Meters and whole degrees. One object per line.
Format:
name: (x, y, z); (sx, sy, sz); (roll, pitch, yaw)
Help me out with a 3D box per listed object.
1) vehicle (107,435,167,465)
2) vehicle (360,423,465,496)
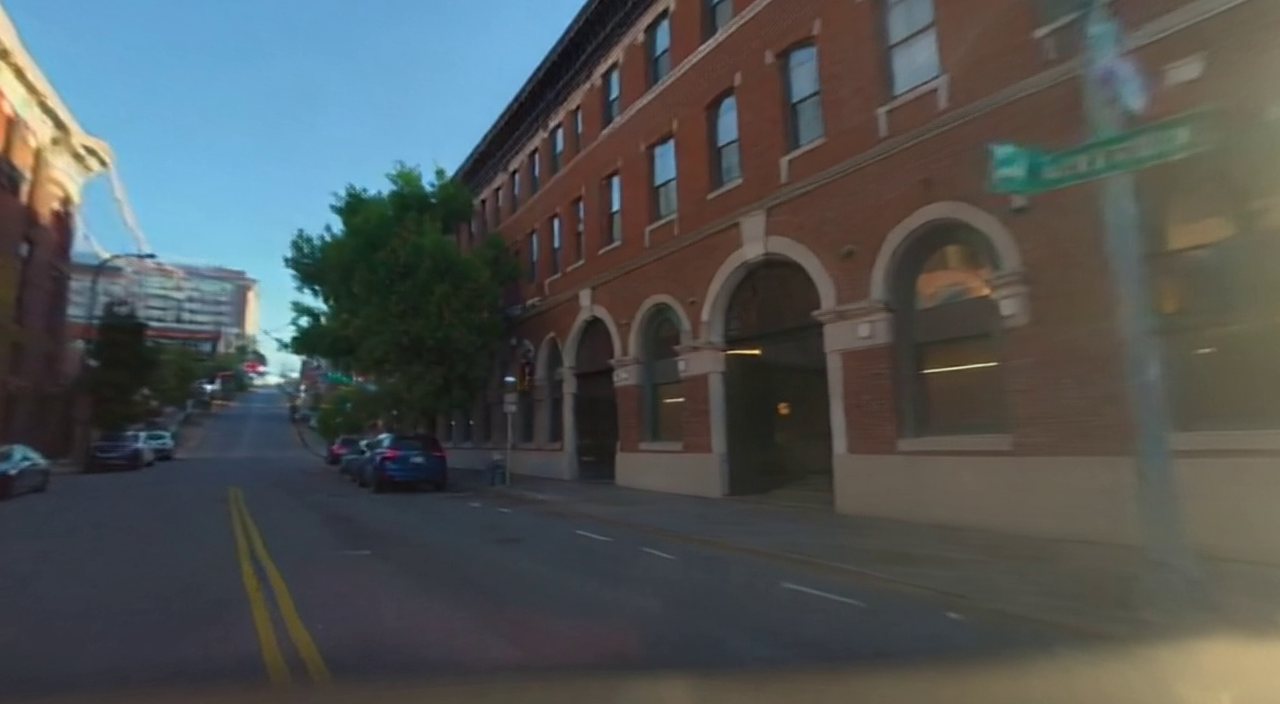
vehicle: (-26.927, 5.248, 33.873); (1.934, 1.478, 4.180); (4, -9, -31)
vehicle: (-6.721, 3.063, 18.334); (1.953, 1.804, 4.518); (5, -10, -31)
